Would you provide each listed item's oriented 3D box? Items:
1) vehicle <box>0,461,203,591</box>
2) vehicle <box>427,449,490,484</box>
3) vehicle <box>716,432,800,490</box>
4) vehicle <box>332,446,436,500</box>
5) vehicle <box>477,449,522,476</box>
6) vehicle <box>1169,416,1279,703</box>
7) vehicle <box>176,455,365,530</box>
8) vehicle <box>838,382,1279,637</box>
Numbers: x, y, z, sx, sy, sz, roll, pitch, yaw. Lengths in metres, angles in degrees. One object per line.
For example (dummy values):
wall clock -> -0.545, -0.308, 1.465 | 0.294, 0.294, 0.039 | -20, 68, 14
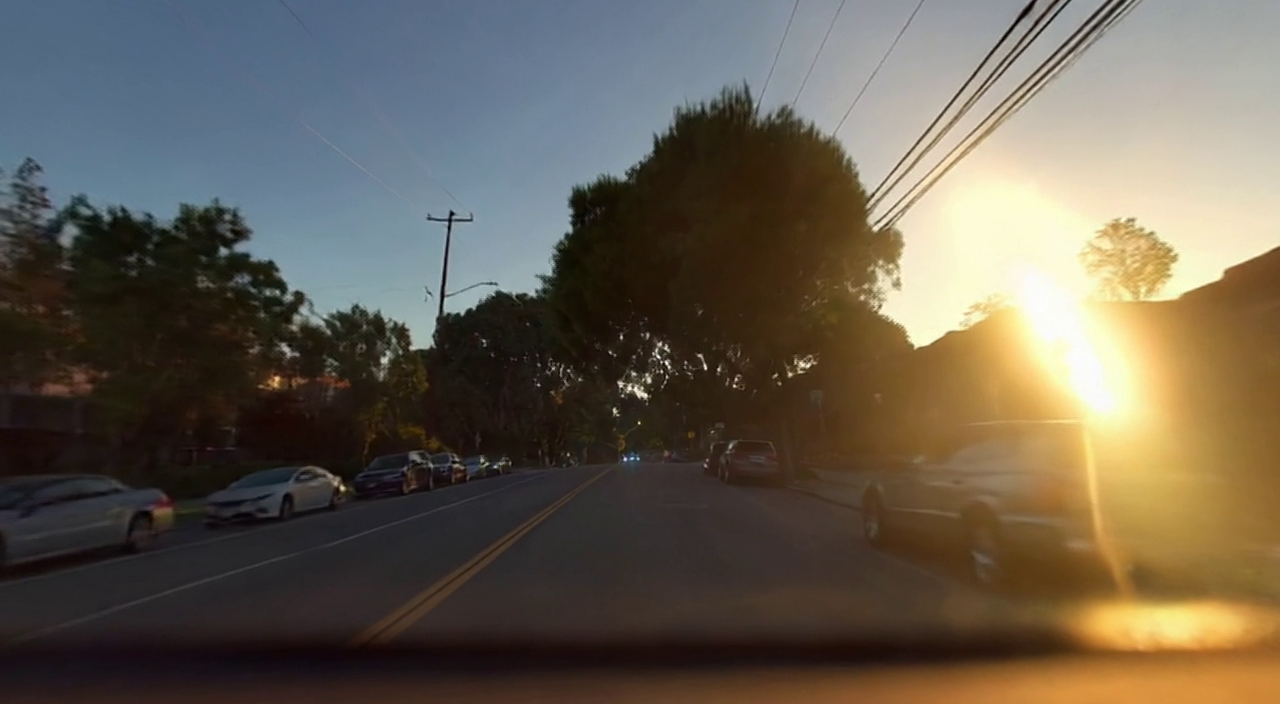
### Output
vehicle -> -9.125, 2.427, 9.253 | 2.208, 1.508, 4.590 | 0, -8, -1
vehicle -> -9.151, 5.765, 32.117 | 1.884, 1.526, 4.061 | -5, -9, 1
vehicle -> 3.895, 3.687, 21.701 | 2.155, 1.747, 4.311 | 0, -8, 2
vehicle -> -9.166, 4.367, 23.042 | 2.051, 1.657, 4.322 | -3, -10, -1
vehicle -> -9.071, 7.101, 41.027 | 2.000, 1.495, 4.687 | -3, -8, -2
vehicle -> 4.012, 0.822, 1.395 | 1.875, 1.495, 4.242 | 0, -8, -2
vehicle -> -8.986, 3.408, 15.972 | 1.948, 1.508, 4.656 | 0, -8, 1
vehicle -> 3.971, 1.450, 6.860 | 2.040, 1.801, 4.569 | 0, -8, -1
